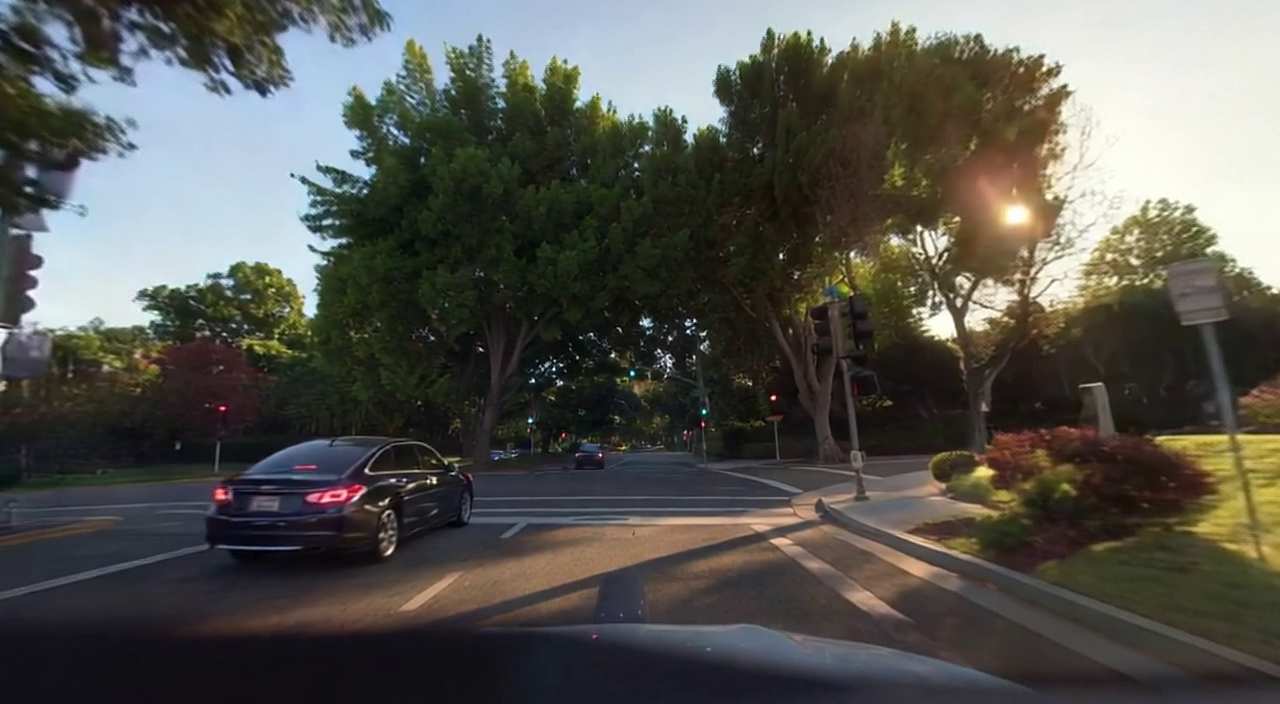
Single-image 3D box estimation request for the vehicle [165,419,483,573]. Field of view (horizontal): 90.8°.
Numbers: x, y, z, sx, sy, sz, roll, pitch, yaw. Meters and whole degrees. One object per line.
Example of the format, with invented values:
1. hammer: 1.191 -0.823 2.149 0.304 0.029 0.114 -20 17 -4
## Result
1. vehicle: -3.700 1.770 8.572 1.980 1.508 4.502 0 -9 0
